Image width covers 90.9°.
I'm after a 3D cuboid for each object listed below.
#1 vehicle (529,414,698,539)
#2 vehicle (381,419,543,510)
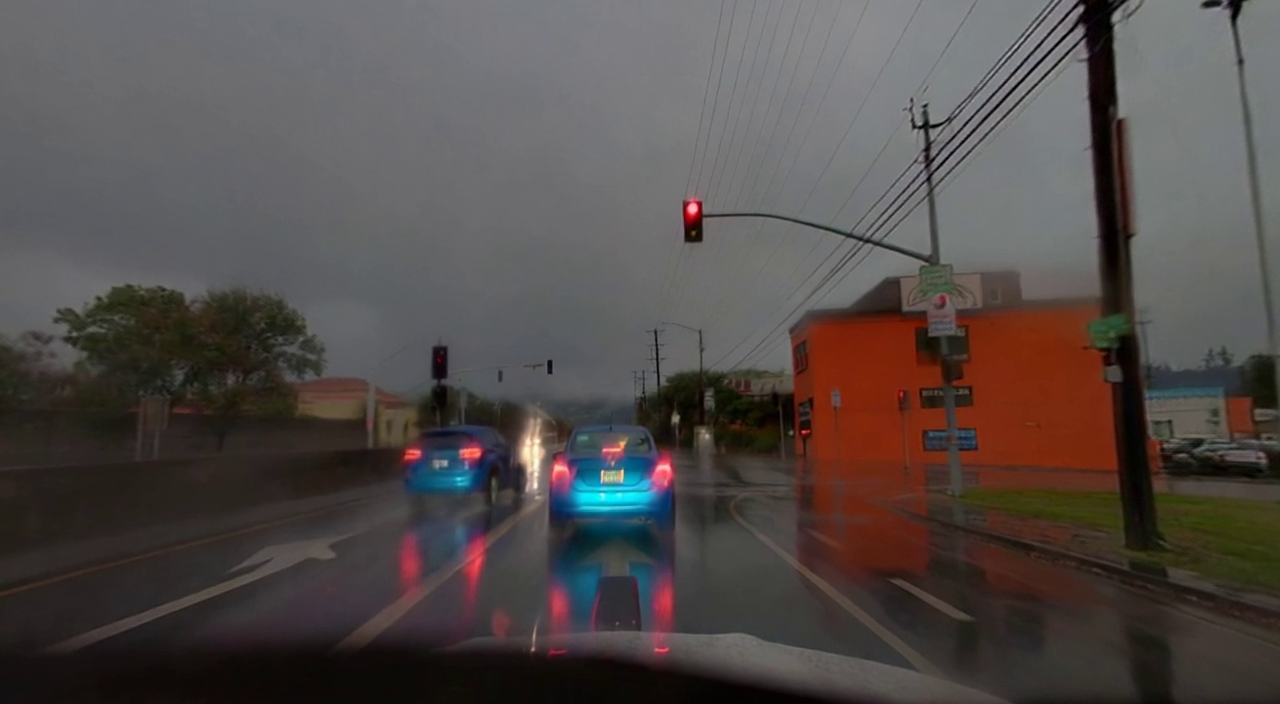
[{"bbox_3d":[-0.334,1.819,9.813,2.123,1.566,3.662,0,-8,0],"label":"vehicle"},{"bbox_3d":[-3.437,2.260,13.180,2.097,1.573,4.284,0,-8,0],"label":"vehicle"}]
